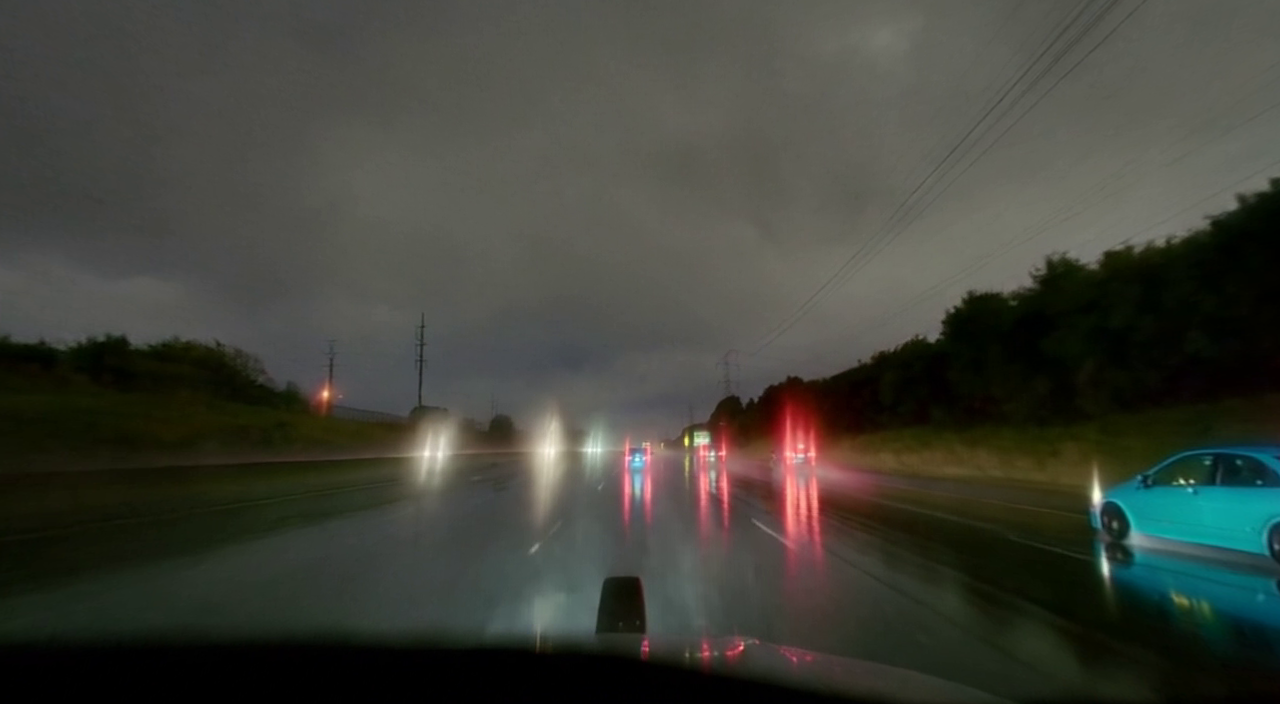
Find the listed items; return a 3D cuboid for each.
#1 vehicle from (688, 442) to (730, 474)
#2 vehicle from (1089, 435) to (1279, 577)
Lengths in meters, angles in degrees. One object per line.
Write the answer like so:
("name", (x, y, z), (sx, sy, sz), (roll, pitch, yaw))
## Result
("vehicle", (4.108, 6.351, 38.060), (2.159, 1.782, 4.673), (0, -9, 2))
("vehicle", (8.011, 1.770, 7.378), (1.970, 1.545, 4.818), (0, -9, 1))
